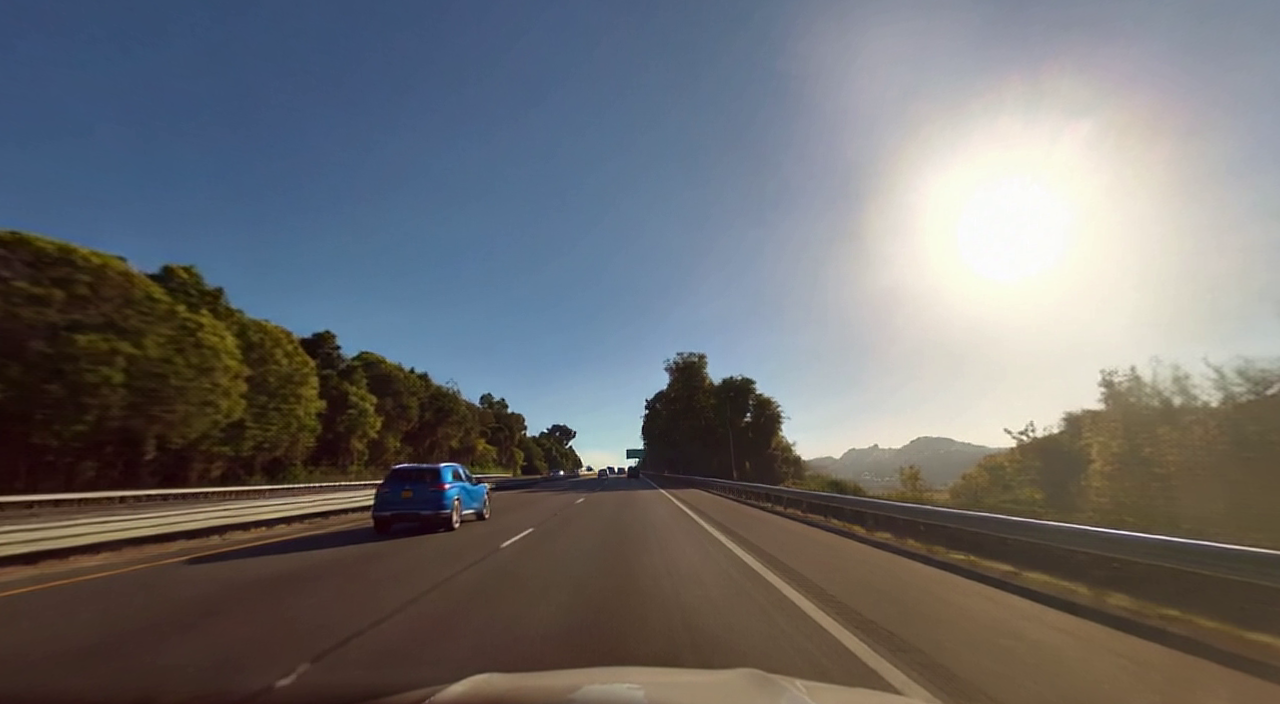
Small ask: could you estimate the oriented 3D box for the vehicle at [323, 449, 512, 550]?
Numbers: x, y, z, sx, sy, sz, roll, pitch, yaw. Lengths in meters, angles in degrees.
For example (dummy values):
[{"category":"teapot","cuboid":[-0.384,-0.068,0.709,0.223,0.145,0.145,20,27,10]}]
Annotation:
[{"category":"vehicle","cuboid":[-3.900,2.687,11.921,2.017,1.516,4.041,1,-11,1]}]
